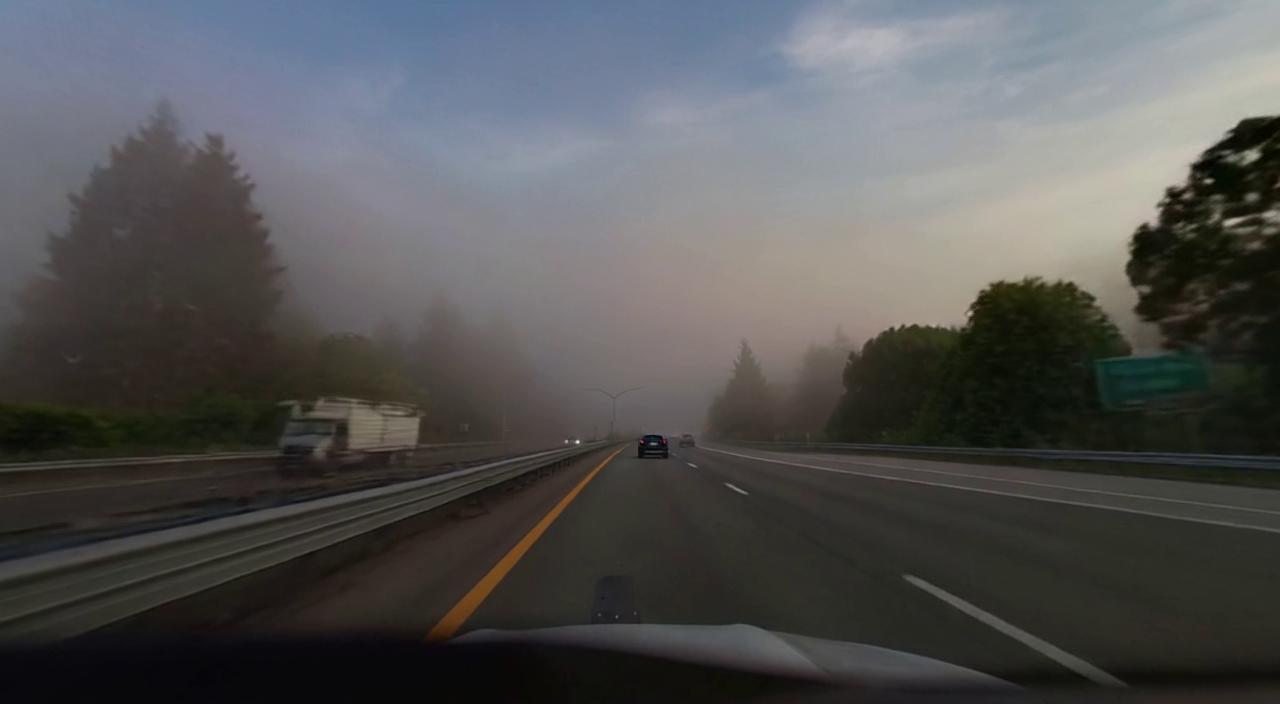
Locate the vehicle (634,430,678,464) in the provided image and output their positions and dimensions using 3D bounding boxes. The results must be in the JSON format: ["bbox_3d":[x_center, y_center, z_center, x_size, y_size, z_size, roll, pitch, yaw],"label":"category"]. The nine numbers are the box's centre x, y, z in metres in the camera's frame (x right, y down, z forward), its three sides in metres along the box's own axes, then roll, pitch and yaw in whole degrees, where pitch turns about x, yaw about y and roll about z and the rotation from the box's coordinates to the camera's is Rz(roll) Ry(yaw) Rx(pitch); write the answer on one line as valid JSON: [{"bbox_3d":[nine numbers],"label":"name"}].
[{"bbox_3d":[0.713,4.640,30.851,2.046,1.526,3.903,0,-8,0],"label":"vehicle"}]

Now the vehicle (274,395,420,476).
[{"bbox_3d":[-12.363,3.667,27.487,2.775,3.035,7.299,0,-8,0],"label":"vehicle"}]
